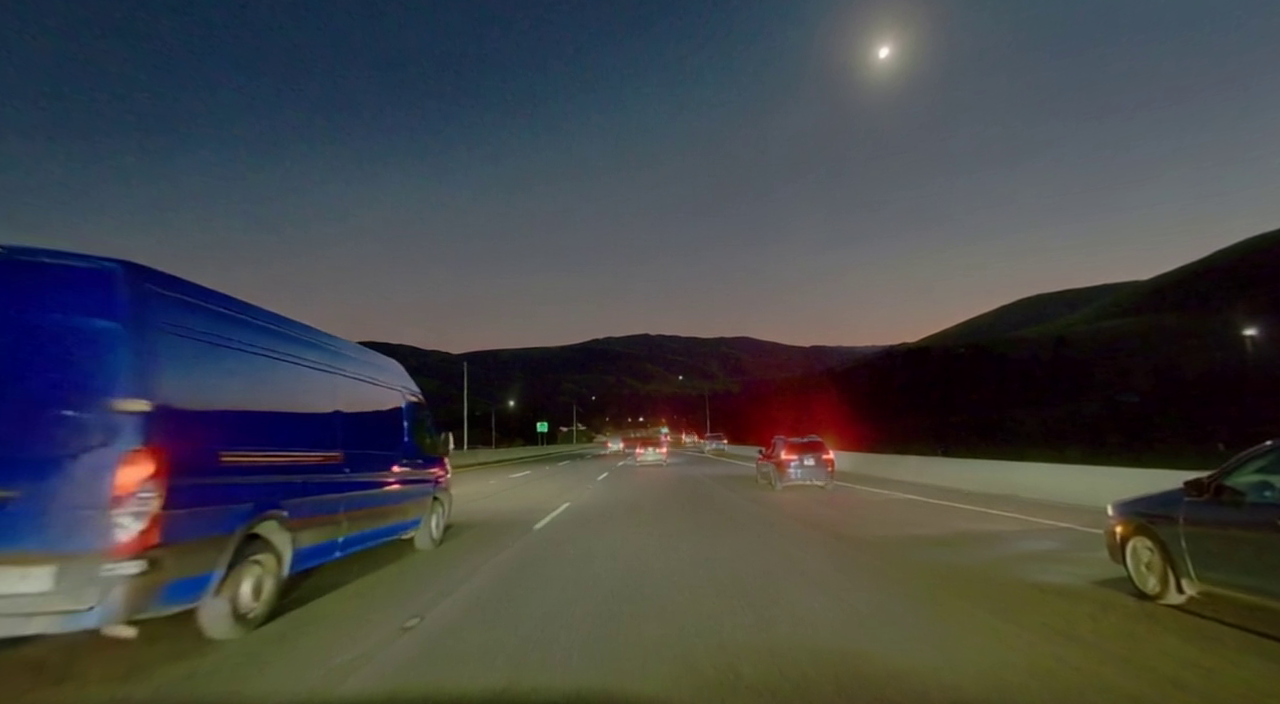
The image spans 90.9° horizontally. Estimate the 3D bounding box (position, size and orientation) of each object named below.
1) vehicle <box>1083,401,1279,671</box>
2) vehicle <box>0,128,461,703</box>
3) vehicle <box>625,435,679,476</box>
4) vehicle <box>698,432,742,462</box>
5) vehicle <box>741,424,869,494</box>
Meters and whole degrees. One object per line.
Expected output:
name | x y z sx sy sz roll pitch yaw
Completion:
vehicle | 4.613 0.899 2.793 2.050 1.491 4.362 -1 -9 -1
vehicle | -3.597 0.772 5.452 2.396 2.664 5.735 -1 -9 0
vehicle | 0.451 4.245 25.902 2.054 1.504 3.890 -1 -9 0
vehicle | 5.305 6.406 42.554 2.229 1.837 4.710 -1 -9 -2
vehicle | 4.378 2.930 17.539 2.270 1.660 4.101 -1 -9 -2
